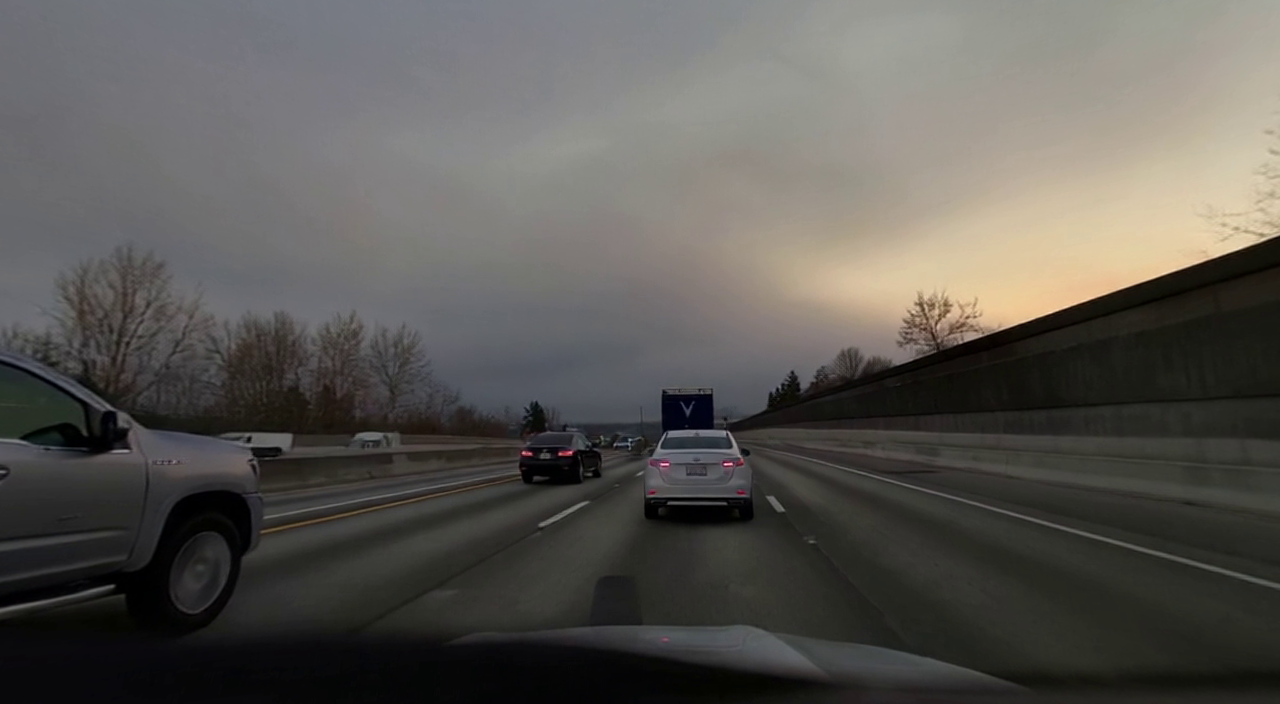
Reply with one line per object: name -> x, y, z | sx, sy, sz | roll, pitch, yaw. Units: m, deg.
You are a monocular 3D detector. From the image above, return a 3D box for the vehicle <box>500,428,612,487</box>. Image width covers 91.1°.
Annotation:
vehicle -> -2.188, 2.911, 17.816 | 2.087, 1.457, 4.313 | -1, -8, 7

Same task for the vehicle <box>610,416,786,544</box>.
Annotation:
vehicle -> 0.947, 1.801, 9.597 | 2.089, 1.485, 4.153 | -1, -8, 8

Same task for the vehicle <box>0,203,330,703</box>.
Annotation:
vehicle -> -4.238, 0.487, 2.693 | 2.386, 2.435, 5.831 | -1, -8, 6
